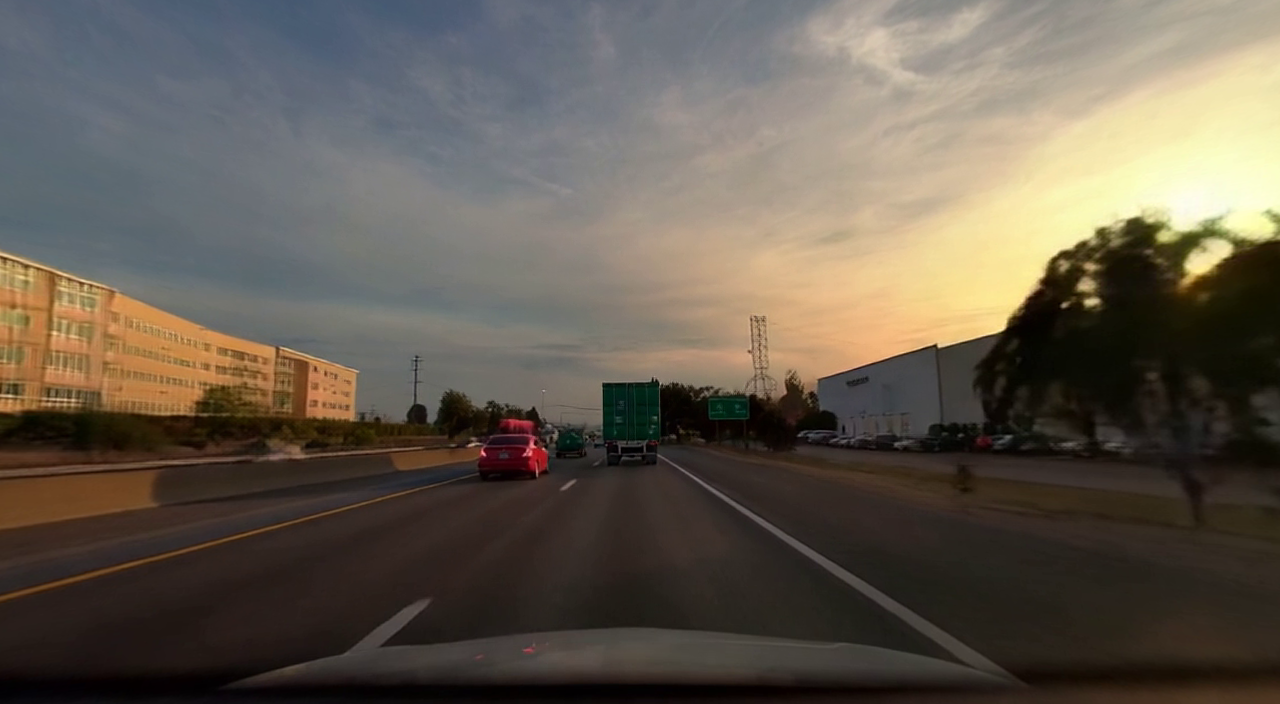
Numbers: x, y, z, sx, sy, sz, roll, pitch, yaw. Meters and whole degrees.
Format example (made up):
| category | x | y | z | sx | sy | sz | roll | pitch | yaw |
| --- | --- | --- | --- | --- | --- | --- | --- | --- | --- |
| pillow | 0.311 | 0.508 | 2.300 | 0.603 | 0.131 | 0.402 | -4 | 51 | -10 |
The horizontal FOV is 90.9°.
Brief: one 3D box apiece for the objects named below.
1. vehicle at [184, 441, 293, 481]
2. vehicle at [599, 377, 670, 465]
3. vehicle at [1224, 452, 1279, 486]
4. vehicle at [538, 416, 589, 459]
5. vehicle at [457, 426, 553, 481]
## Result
| category | x | y | z | sx | sy | sz | roll | pitch | yaw |
| --- | --- | --- | --- | --- | --- | --- | --- | --- | --- |
| vehicle | -16.993 | 4.595 | 26.934 | 1.850 | 1.545 | 4.338 | 0 | -8 | -1 |
| vehicle | -0.391 | 3.847 | 34.070 | 3.259 | 4.066 | 9.891 | 0 | -8 | -1 |
| vehicle | 49.394 | 9.095 | 48.899 | 2.228 | 2.290 | 6.075 | -2 | -7 | 1 |
| vehicle | -5.158 | 5.920 | 43.525 | 2.717 | 2.714 | 6.997 | 0 | -8 | 0 |
| vehicle | -4.274 | 3.297 | 20.877 | 2.005 | 1.602 | 5.131 | 0 | -8 | 1 |
